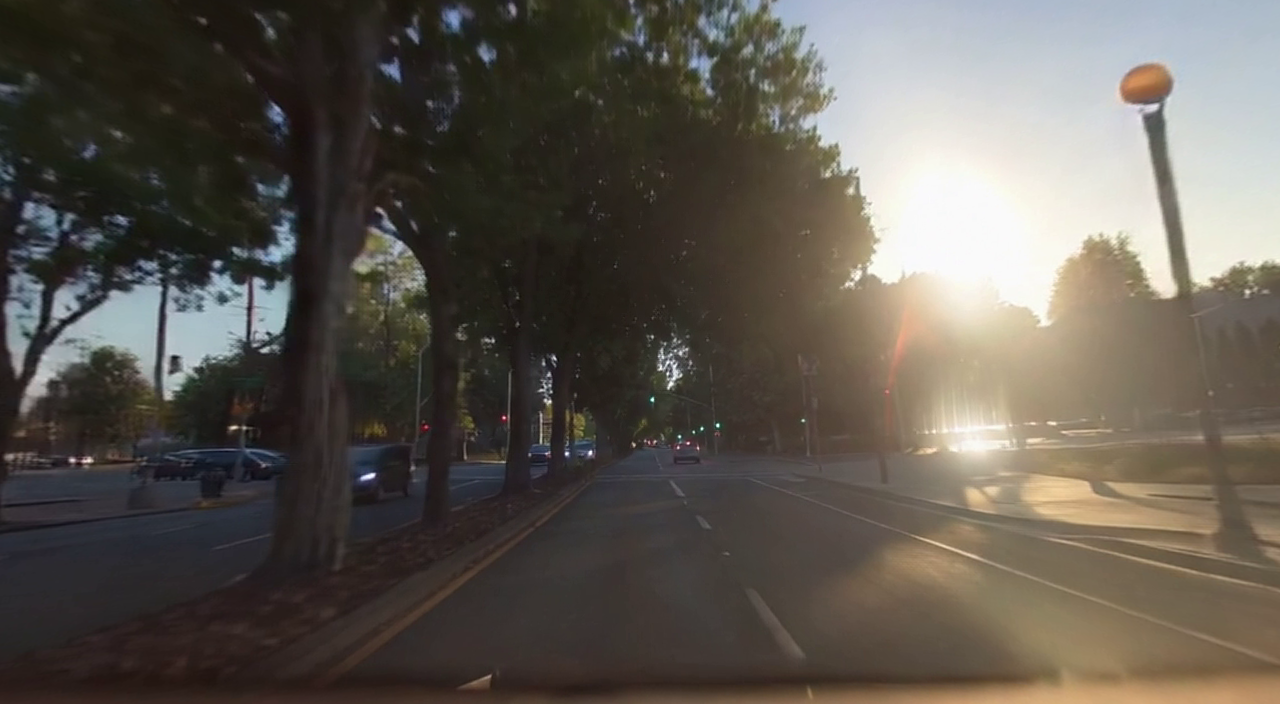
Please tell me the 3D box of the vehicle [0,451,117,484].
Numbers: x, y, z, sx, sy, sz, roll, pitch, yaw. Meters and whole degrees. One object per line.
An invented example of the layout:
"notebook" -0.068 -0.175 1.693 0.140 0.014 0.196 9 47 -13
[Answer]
"vehicle" -33.175 6.554 35.958 4.673 1.771 2.118 0 -9 1

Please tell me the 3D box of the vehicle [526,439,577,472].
"vehicle" -4.652 5.531 33.842 1.991 1.614 4.718 0 -8 1

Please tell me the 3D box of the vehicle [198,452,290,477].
"vehicle" -24.569 6.982 39.220 4.359 1.457 2.043 0 -8 2

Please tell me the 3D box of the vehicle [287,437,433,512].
"vehicle" -7.575 3.328 17.660 1.962 1.807 4.541 0 -8 1

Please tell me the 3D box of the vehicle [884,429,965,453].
"vehicle" 18.973 5.975 42.193 4.459 1.525 1.956 0 -8 0

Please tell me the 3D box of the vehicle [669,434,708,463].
"vehicle" 3.048 6.192 40.503 2.129 1.719 4.205 0 -8 -1

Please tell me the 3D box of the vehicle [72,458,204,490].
"vehicle" -24.868 6.040 31.332 4.815 1.469 2.056 0 -8 1
